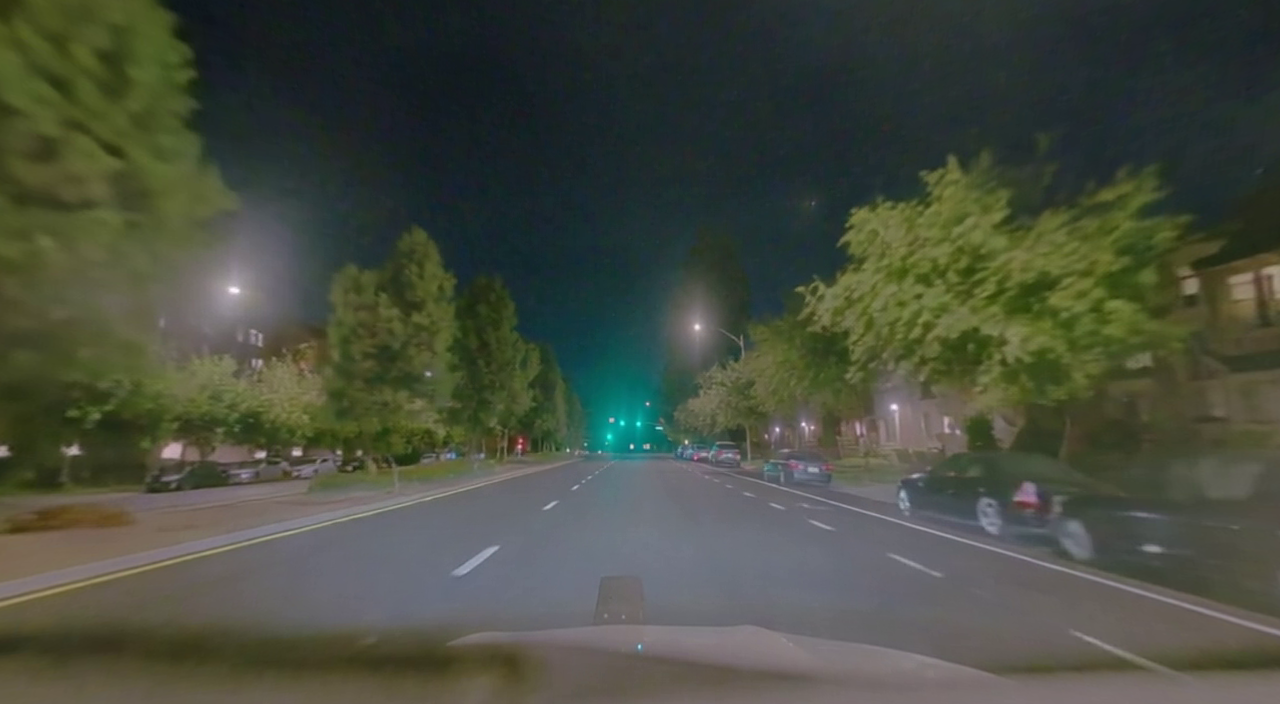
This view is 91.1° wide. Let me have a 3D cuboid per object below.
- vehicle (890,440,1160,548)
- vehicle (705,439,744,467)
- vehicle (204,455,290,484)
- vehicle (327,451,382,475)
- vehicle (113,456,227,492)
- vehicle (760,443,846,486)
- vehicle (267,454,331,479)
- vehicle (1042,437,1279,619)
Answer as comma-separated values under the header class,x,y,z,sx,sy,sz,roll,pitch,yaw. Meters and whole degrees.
class,x,y,z,sx,sy,sz,roll,pitch,yaw
vehicle,6.367,2.358,11.173,1.872,1.493,4.470,0,-9,-1
vehicle,5.900,7.102,44.219,2.004,1.816,4.585,0,-9,-1
vehicle,-22.200,6.620,35.723,1.810,1.490,4.783,0,-9,0
vehicle,-22.038,8.557,48.670,1.911,1.473,4.610,-2,-6,3
vehicle,-22.202,5.750,29.925,1.902,1.478,4.755,0,-9,-3
vehicle,6.143,4.296,24.238,1.945,1.481,4.421,0,-9,-3
vehicle,-22.237,7.441,41.127,1.785,1.461,4.377,0,-9,0
vehicle,6.257,1.540,5.744,1.922,1.494,4.772,0,-9,-1
